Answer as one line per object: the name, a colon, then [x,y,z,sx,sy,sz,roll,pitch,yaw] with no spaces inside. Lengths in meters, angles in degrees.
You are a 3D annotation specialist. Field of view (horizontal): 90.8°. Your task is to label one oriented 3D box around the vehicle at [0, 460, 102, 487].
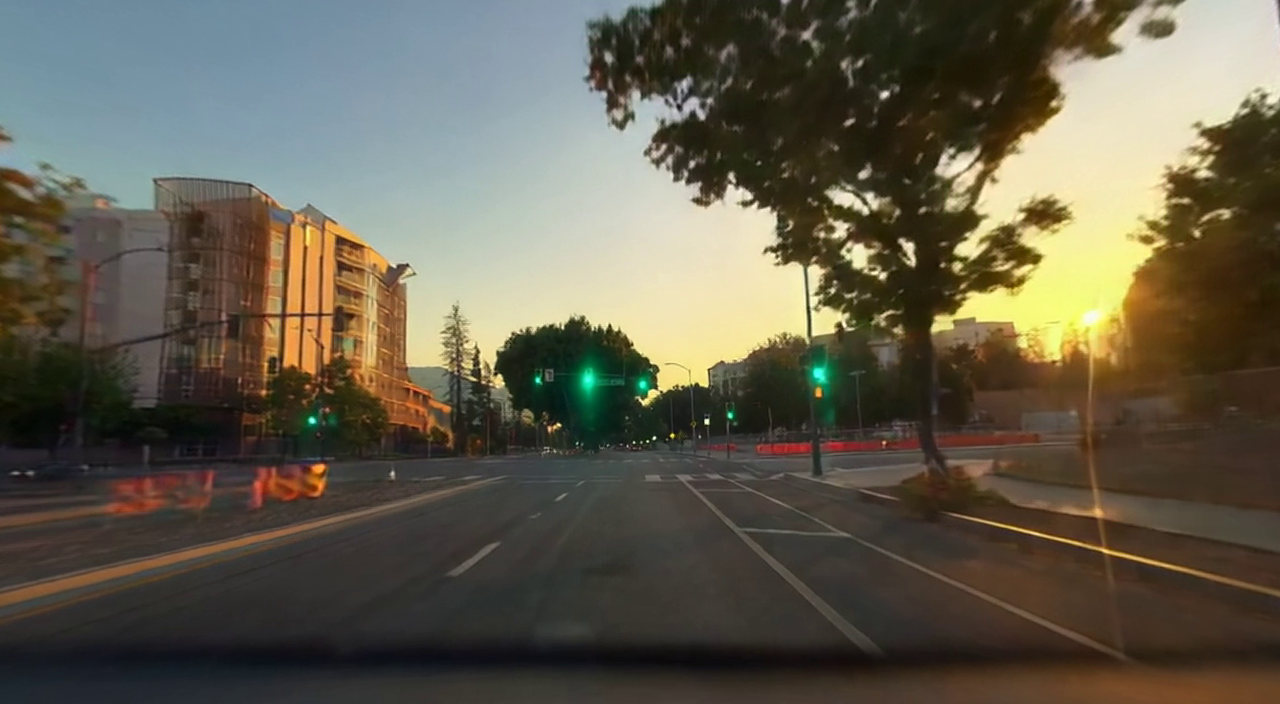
vehicle: [-37.562,7.704,40.252,4.530,1.540,2.057,0,-8,-2]
